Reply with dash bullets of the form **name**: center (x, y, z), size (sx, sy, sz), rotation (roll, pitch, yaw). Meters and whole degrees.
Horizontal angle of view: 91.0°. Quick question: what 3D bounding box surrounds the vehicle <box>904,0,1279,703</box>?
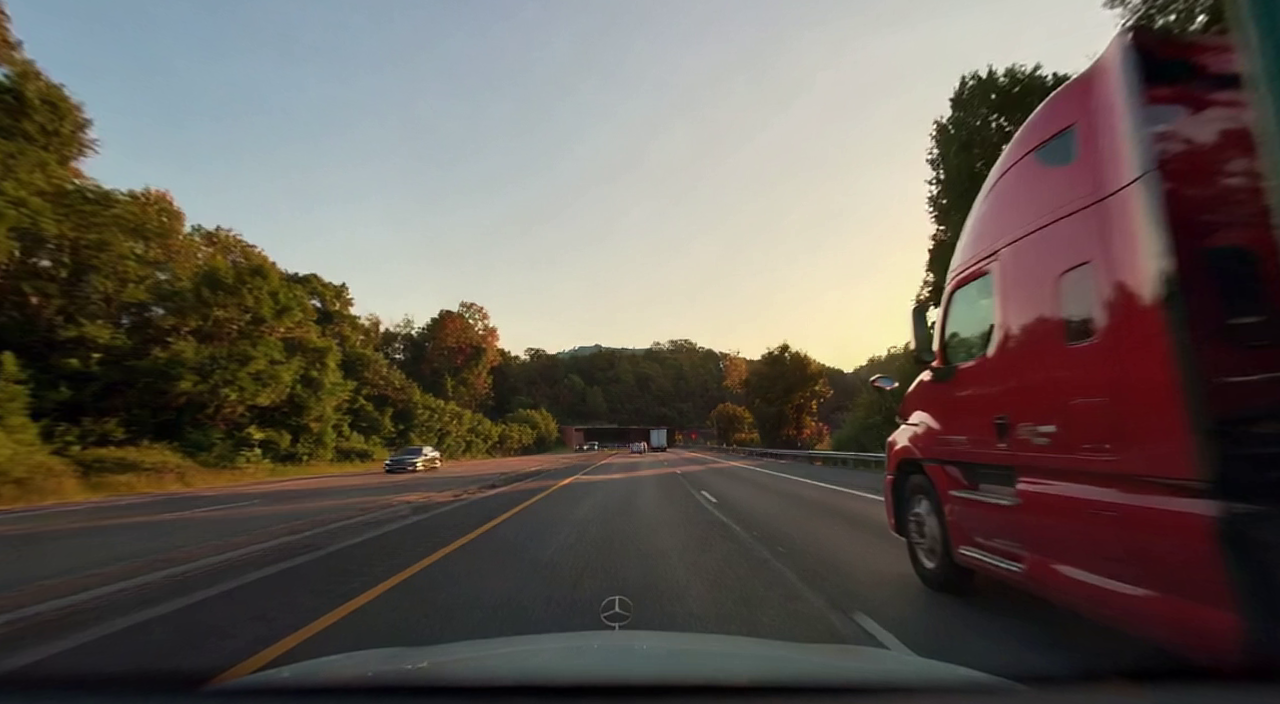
- **vehicle**: center (4.142, -0.300, 2.816), size (2.981, 4.058, 6.276), rotation (0, -8, -1)

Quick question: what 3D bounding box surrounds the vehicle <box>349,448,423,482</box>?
- **vehicle**: center (-12.462, 5.548, 31.219), size (1.943, 1.482, 4.376), rotation (0, -8, -1)
